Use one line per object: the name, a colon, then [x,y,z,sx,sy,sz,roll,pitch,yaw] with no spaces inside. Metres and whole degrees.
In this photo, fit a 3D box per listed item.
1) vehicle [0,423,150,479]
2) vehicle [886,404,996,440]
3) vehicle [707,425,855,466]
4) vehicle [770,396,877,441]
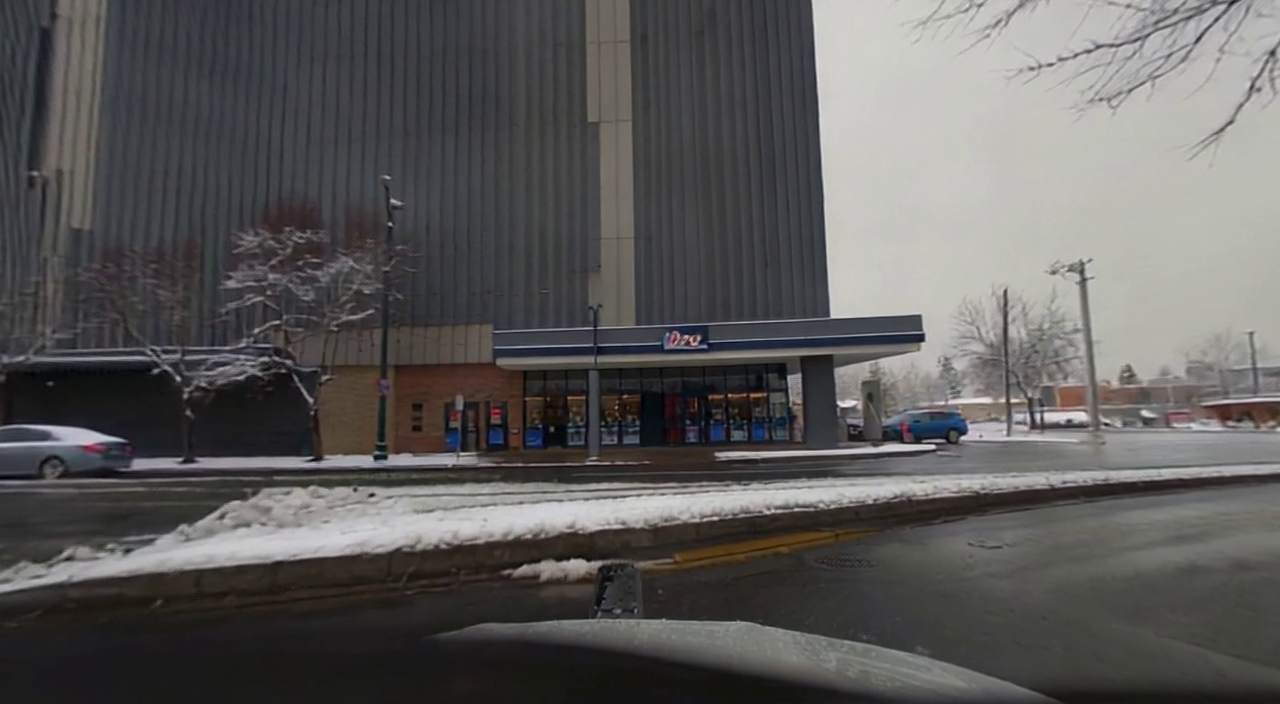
vehicle: [-17.135,2.781,17.810,4.857,1.497,1.811,1,-9,-7]
vehicle: [21.630,5.058,45.483,7.026,2.329,2.545,3,-6,-13]
vehicle: [4.961,3.313,22.414,4.782,1.371,1.763,2,-9,-13]
vehicle: [10.707,3.952,37.071,5.524,2.504,2.196,2,-7,-10]
